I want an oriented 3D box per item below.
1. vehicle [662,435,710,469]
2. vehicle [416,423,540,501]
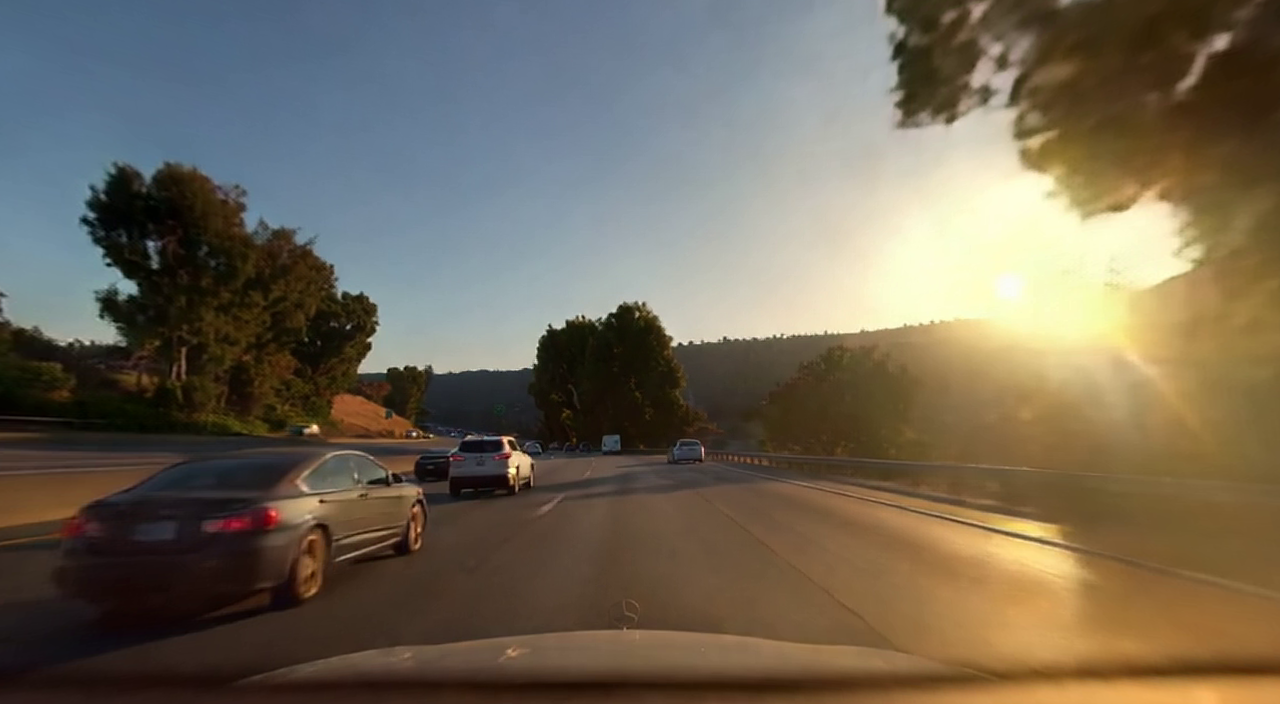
[{"bbox_3d":[2.418,5.425,34.080,2.053,1.698,4.097,1,-9,-3],"label":"vehicle"},{"bbox_3d":[-3.882,2.728,15.924,2.002,1.680,4.301,0,-9,0],"label":"vehicle"}]
